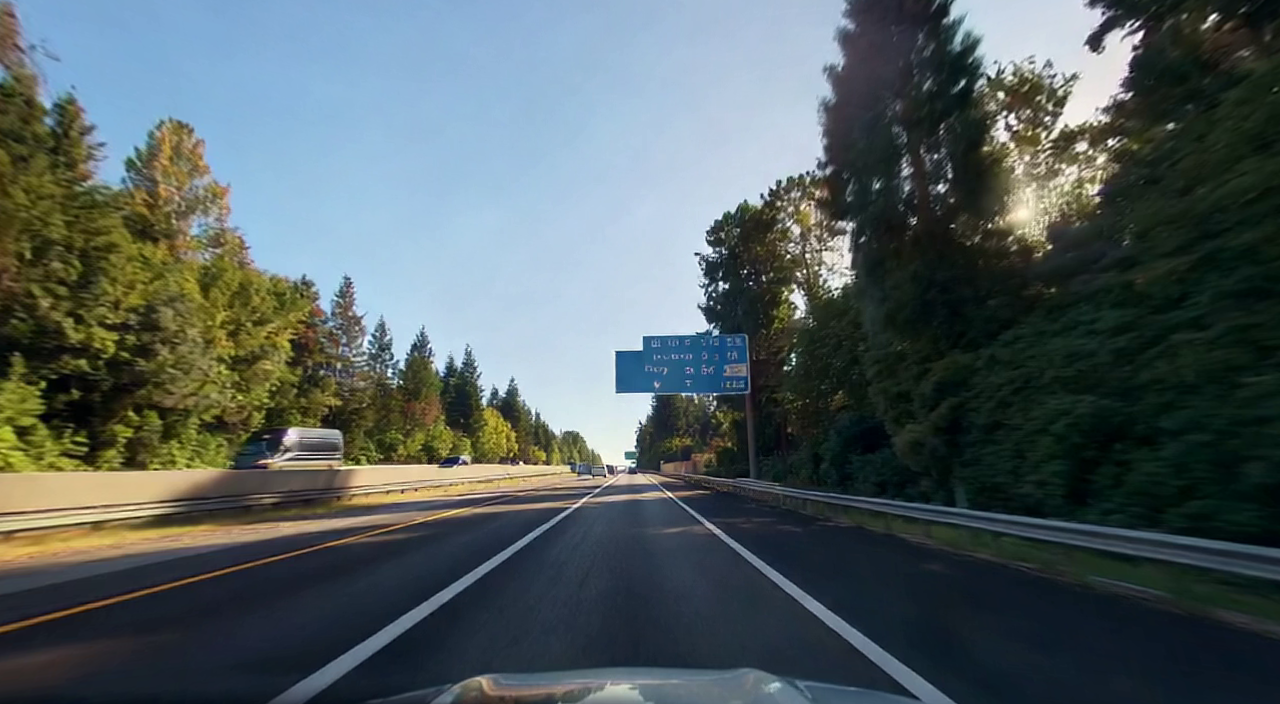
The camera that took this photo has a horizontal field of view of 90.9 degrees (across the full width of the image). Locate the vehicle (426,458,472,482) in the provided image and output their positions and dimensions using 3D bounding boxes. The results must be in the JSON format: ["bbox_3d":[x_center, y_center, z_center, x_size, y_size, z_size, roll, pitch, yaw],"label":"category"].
[{"bbox_3d":[-12.518,7.790,41.558,1.830,1.454,3.815,1,-10,0],"label":"vehicle"}]

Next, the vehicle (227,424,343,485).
[{"bbox_3d":[-17.306,5.136,31.249,2.188,2.646,5.914,1,-10,0],"label":"vehicle"}]
